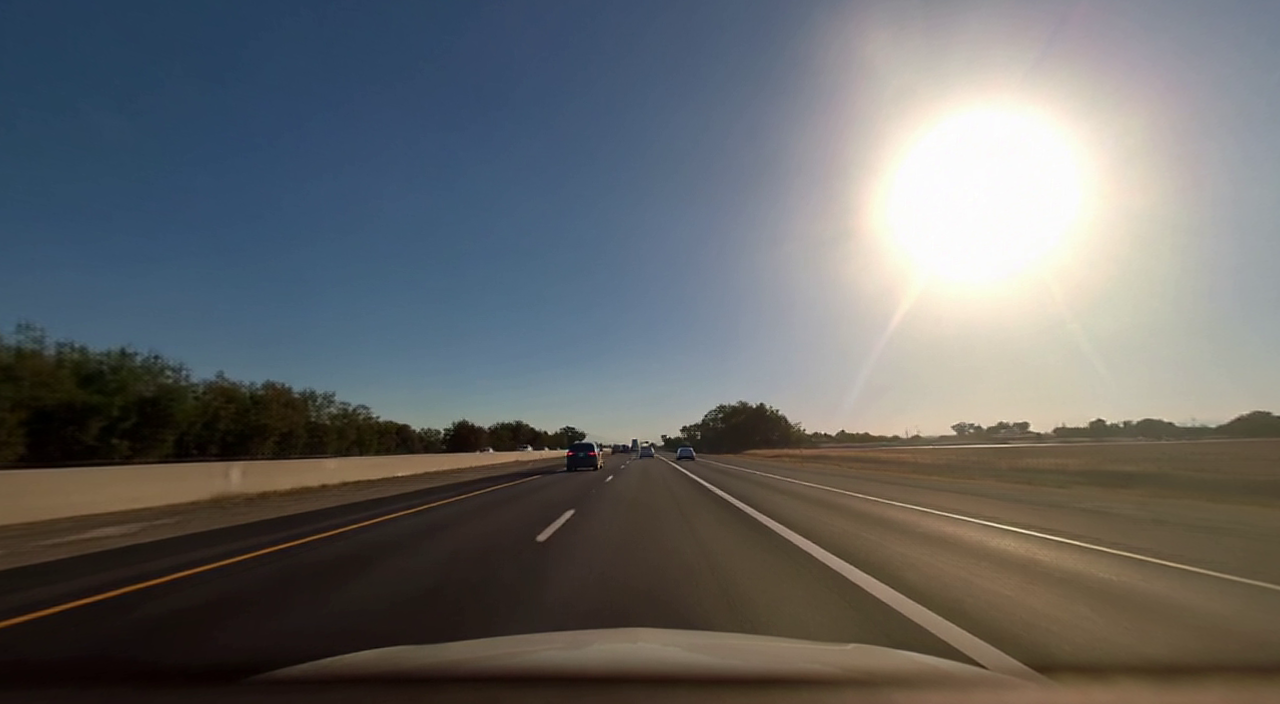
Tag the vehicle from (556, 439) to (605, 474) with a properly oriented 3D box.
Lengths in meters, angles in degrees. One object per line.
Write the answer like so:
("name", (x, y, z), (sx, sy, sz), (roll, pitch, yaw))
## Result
("vehicle", (-3.027, 5.464, 33.101), (2.070, 1.707, 4.309), (0, -9, 1))
